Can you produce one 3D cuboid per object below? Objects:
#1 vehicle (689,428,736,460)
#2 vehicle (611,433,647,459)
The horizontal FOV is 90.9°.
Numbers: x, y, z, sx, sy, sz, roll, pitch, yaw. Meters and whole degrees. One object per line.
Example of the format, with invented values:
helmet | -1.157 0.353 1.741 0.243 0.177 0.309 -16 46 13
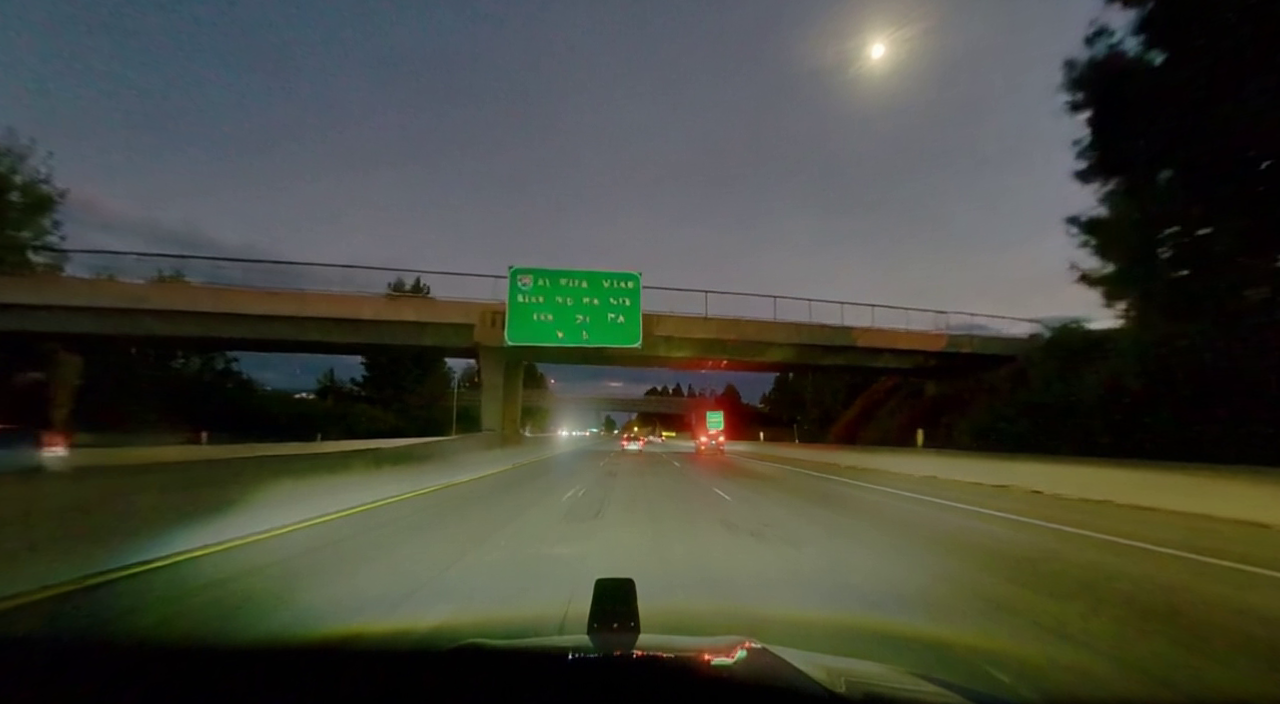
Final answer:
vehicle | 3.777 4.874 33.477 1.892 1.600 3.782 0 -8 -2
vehicle | -0.657 5.433 36.696 1.987 1.440 3.565 0 -8 -2
